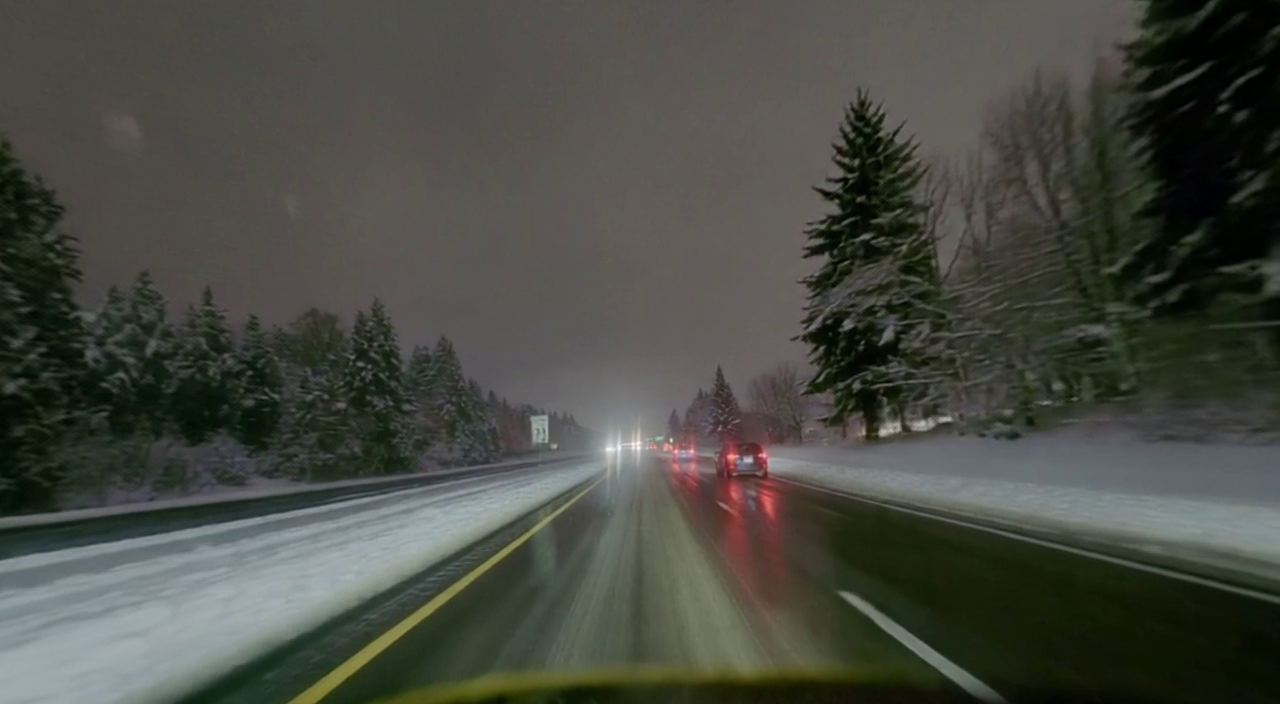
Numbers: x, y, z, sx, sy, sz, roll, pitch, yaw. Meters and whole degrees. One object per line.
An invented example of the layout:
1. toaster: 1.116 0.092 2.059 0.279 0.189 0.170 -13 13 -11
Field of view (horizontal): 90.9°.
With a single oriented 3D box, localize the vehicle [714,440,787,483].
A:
1. vehicle: 4.266 4.296 25.087 2.042 1.518 4.477 0 -8 -1
